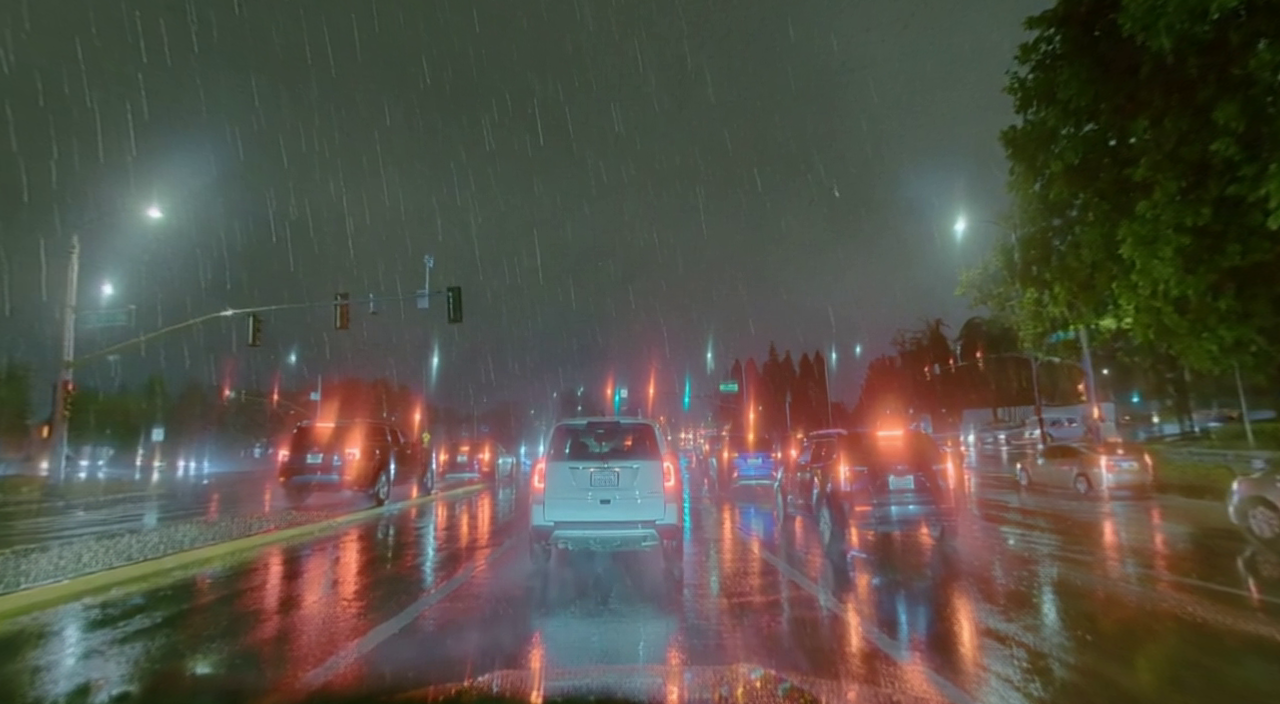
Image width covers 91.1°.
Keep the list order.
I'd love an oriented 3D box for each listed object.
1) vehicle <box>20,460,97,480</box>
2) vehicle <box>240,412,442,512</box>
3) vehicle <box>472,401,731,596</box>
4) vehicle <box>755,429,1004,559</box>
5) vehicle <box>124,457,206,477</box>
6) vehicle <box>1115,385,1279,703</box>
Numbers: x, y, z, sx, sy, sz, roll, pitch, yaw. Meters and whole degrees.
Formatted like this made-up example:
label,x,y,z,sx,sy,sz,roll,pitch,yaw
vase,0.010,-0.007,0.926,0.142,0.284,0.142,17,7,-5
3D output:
label,x,y,z,sx,sy,sz,roll,pitch,yaw
vehicle,-45.688,9.268,49.389,4.232,1.498,1.791,0,-9,1
vehicle,-6.728,2.551,14.995,2.214,1.953,5.017,0,-9,1
vehicle,-0.316,1.587,7.594,2.256,1.694,4.055,0,-9,0
vehicle,3.159,1.969,9.485,1.971,1.473,4.495,0,-9,0
vehicle,-37.331,9.036,49.435,4.914,1.487,1.850,0,-9,0
vehicle,3.309,0.667,0.819,1.980,1.515,4.362,0,-9,1
